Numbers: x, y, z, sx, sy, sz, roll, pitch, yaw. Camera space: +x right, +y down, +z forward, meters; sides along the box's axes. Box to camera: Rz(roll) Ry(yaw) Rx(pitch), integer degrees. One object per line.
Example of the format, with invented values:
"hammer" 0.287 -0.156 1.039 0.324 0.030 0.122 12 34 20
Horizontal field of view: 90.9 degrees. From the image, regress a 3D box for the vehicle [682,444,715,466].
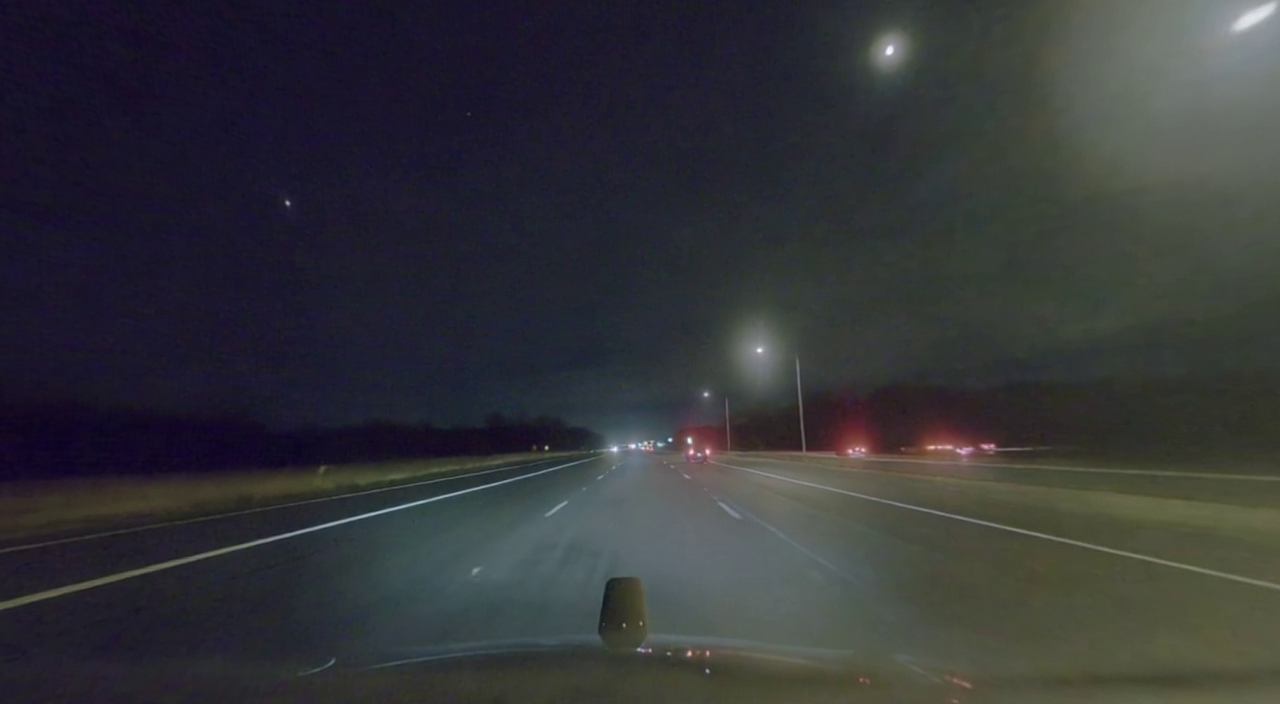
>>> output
"vehicle" 4.130 7.342 45.105 2.003 1.520 4.058 0 -9 0
